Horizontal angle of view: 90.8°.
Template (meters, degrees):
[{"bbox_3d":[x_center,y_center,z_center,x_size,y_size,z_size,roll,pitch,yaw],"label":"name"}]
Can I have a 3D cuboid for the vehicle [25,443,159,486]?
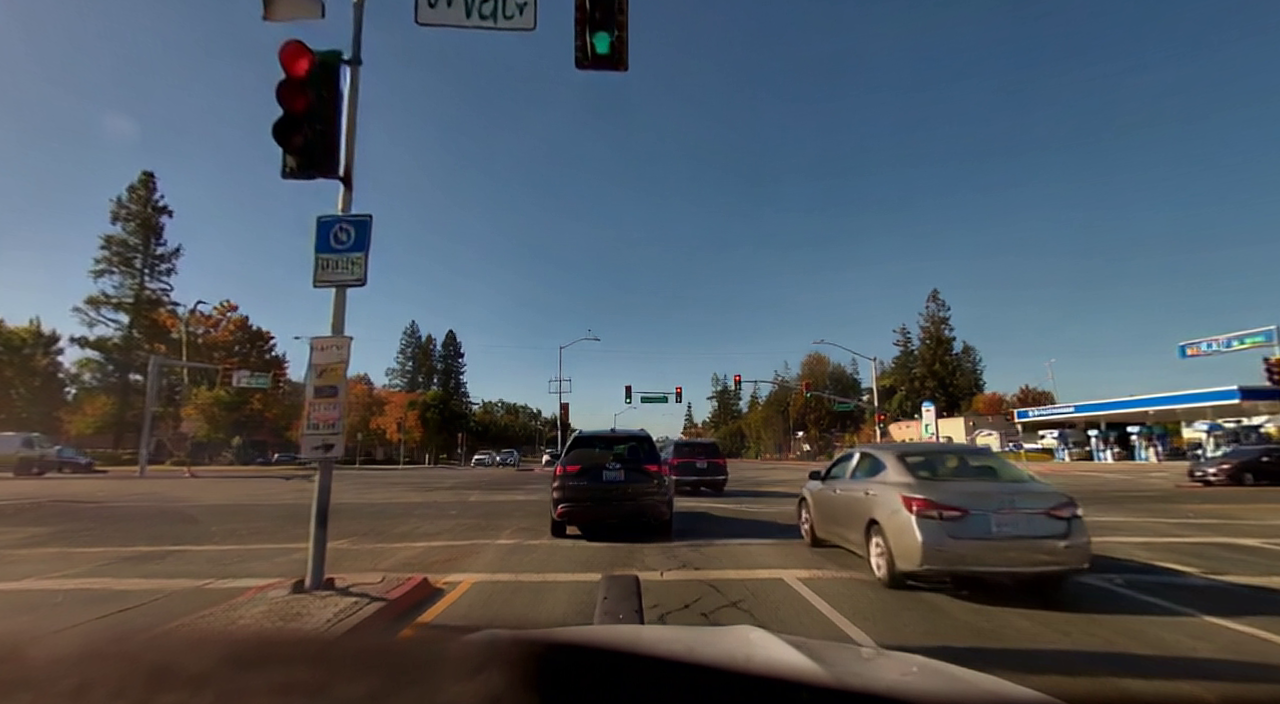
[{"bbox_3d":[-26.573,5.447,30.764,4.658,1.911,2.162,-2,-9,5],"label":"vehicle"}]

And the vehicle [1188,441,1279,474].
[{"bbox_3d":[29.657,5.059,30.423,4.505,1.519,1.996,-1,-9,5],"label":"vehicle"}]

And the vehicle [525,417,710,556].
[{"bbox_3d":[-0.443,2.055,10.402,2.351,1.733,4.616,0,-9,-4],"label":"vehicle"}]

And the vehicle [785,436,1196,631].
[{"bbox_3d":[3.218,1.735,7.181,1.965,1.460,4.581,0,-9,-1],"label":"vehicle"}]
